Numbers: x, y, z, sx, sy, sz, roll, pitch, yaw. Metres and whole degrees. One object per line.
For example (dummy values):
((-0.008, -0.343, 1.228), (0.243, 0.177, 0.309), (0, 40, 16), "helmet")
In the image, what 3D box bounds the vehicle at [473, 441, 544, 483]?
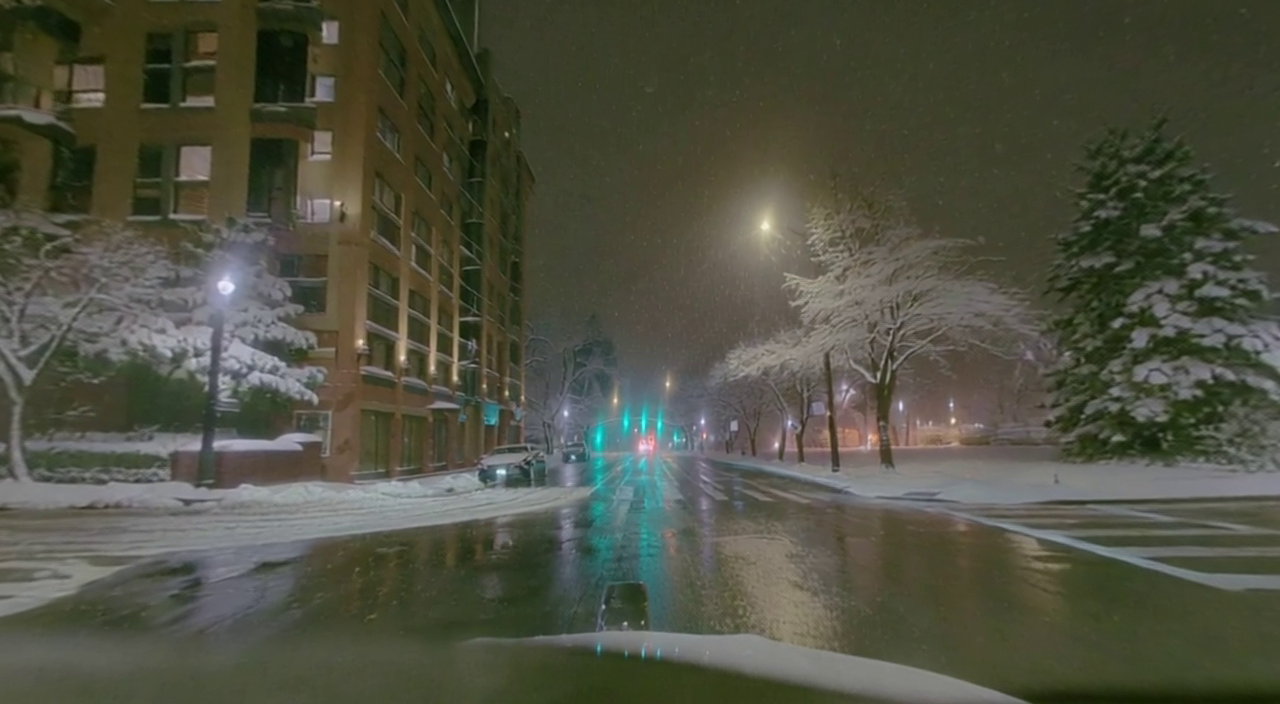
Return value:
((-5.741, 4.847, 28.142), (2.223, 1.658, 4.621), (-1, -8, 0), "vehicle")
